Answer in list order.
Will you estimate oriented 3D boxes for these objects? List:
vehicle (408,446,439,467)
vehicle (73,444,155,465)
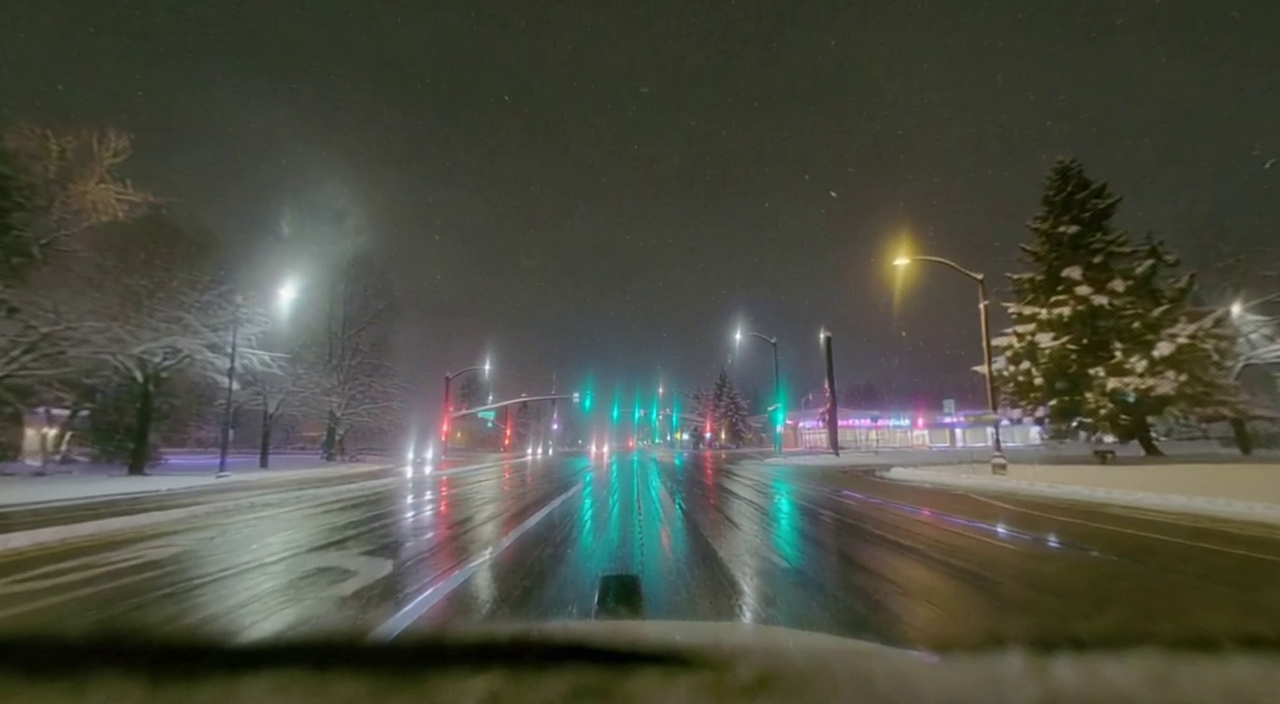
[{"bbox_3d":[-17.013,8.166,49.694,1.930,1.473,4.480,2,-8,-15],"label":"vehicle"},{"bbox_3d":[-39.598,7.701,47.704,1.856,1.484,4.964,0,-8,1],"label":"vehicle"}]
